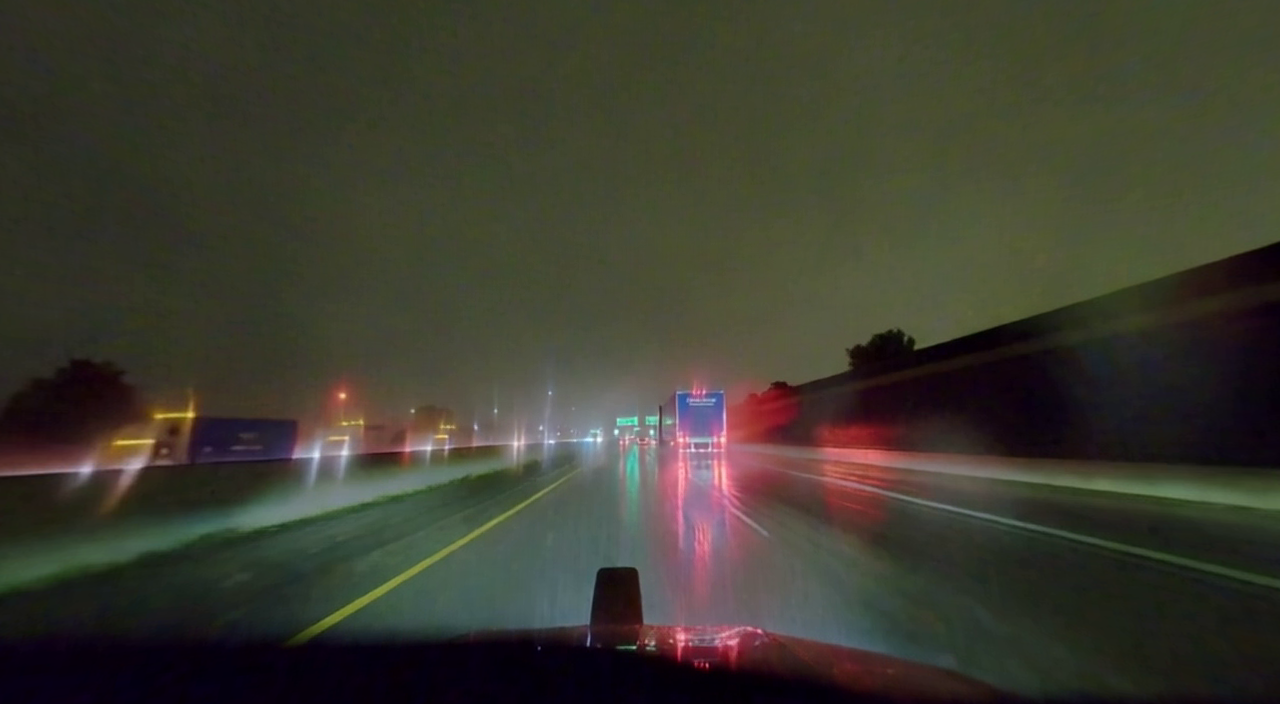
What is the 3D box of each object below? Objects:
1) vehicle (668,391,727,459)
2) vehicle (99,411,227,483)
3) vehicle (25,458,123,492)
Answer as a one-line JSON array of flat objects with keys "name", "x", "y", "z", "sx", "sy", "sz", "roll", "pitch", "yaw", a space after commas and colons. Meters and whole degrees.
[{"name": "vehicle", "x": 3.470, "y": 4.742, "z": 40.410, "sx": 2.888, "sy": 3.866, "sz": 8.380, "roll": 0, "pitch": -8, "yaw": -1}, {"name": "vehicle", "x": -29.261, "y": 5.835, "z": 39.074, "sx": 3.001, "sy": 4.033, "sz": 6.755, "roll": 1, "pitch": -8, "yaw": -6}, {"name": "vehicle", "x": -28.141, "y": 6.081, "z": 31.435, "sx": 1.833, "sy": 1.425, "sz": 4.295, "roll": 2, "pitch": -8, "yaw": -16}]
